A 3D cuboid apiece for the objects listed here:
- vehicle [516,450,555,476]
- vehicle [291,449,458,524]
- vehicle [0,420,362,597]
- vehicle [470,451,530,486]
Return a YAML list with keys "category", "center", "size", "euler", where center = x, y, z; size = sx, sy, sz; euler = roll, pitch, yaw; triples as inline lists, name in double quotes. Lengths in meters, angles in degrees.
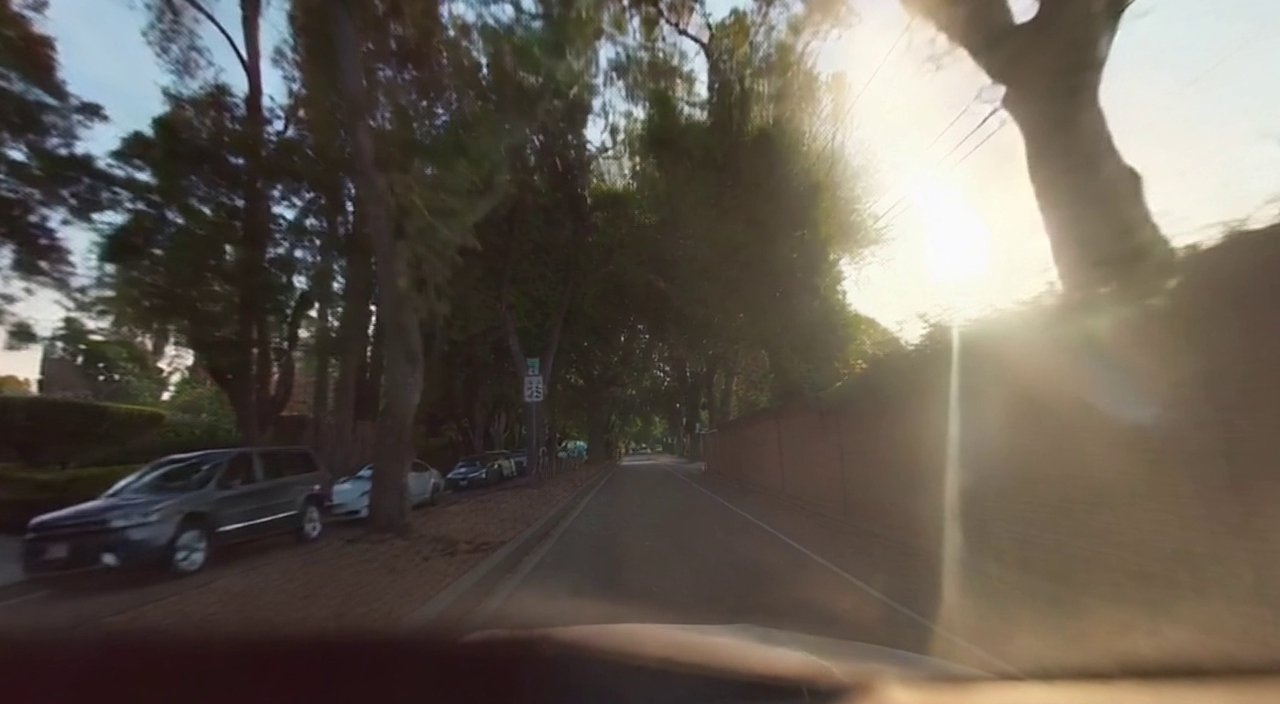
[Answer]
- category: "vehicle"
  center: [-6.843, 7.286, 41.758]
  size: [1.952, 1.514, 4.630]
  euler: [1, -8, -2]
- category: "vehicle"
  center: [-6.320, 3.210, 15.837]
  size: [1.925, 1.488, 4.983]
  euler: [1, -8, 1]
- category: "vehicle"
  center: [-6.274, 2.012, 9.254]
  size: [1.976, 1.805, 5.123]
  euler: [1, -8, 1]
- category: "vehicle"
  center: [-6.539, 5.461, 29.999]
  size: [1.906, 1.460, 4.391]
  euler: [1, -8, -1]
